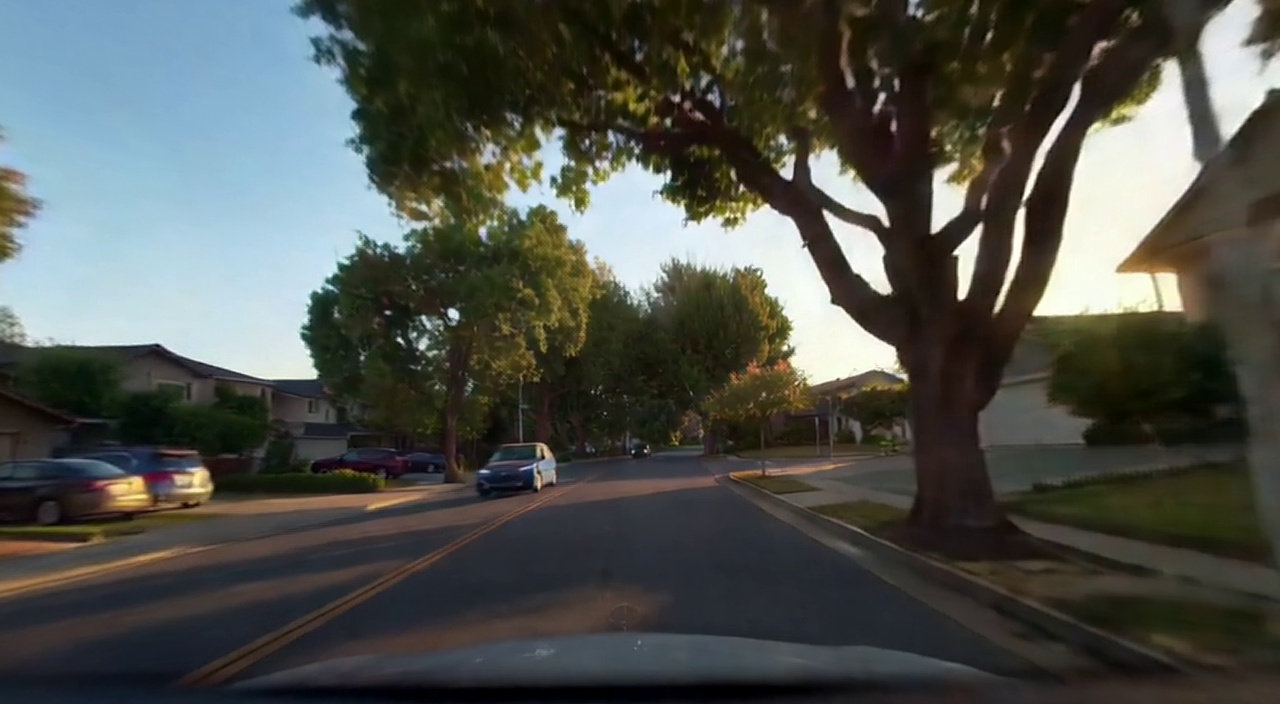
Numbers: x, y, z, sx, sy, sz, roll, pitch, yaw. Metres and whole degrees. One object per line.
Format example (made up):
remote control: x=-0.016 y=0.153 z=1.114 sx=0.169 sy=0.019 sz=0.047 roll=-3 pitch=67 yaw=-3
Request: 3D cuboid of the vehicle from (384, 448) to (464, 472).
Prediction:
vehicle: x=-13.788 y=6.878 z=40.386 sx=4.370 sy=1.482 sz=1.926 roll=-1 pitch=-9 yaw=5

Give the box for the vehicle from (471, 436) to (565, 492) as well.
vehicle: x=-4.095 y=3.845 z=22.038 sx=2.131 sy=1.731 sz=4.533 roll=-1 pitch=-9 yaw=3

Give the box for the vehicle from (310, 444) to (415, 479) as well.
vehicle: x=-13.745 y=5.436 z=31.499 sx=4.237 sy=1.687 sz=1.970 roll=0 pitch=-9 yaw=-2

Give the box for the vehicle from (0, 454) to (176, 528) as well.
vehicle: x=-13.768 y=3.100 z=14.394 sx=4.703 sy=1.487 sz=2.002 roll=1 pitch=-9 yaw=-2
